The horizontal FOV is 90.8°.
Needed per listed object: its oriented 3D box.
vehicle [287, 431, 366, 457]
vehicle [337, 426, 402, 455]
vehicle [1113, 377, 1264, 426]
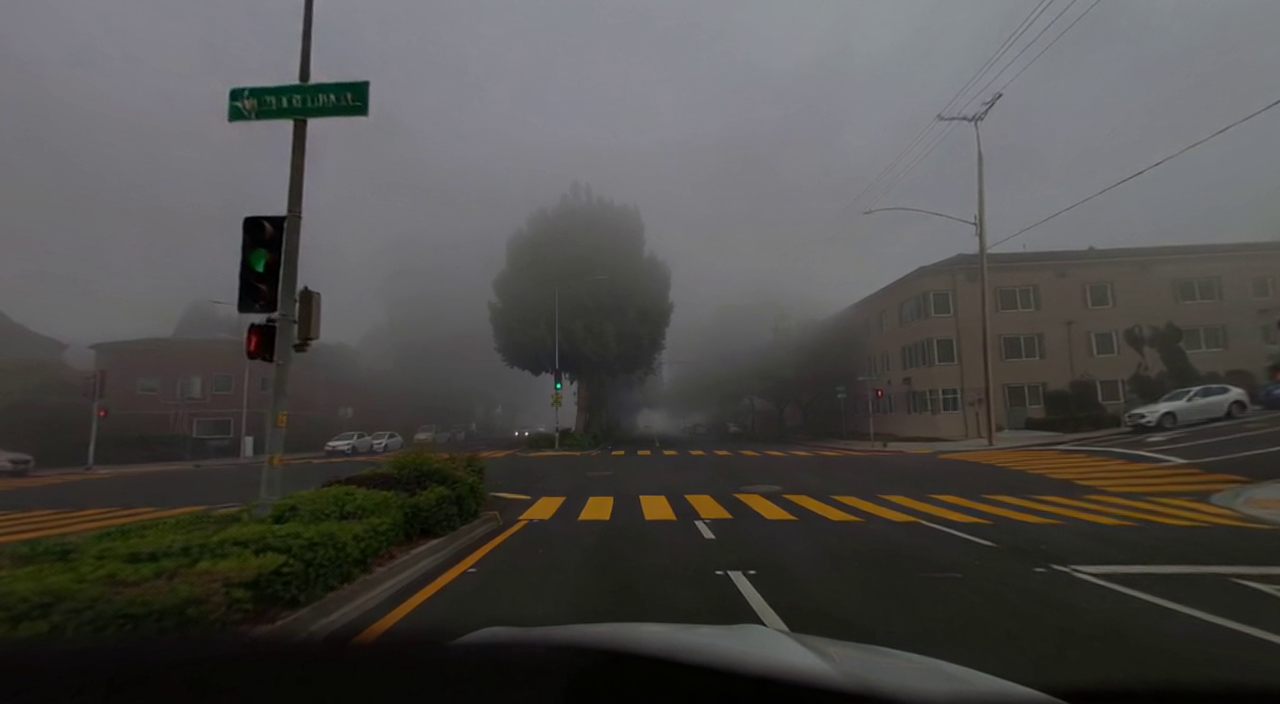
[{"bbox_3d":[-18.165,5.388,36.900,1.939,1.430,5.533,0,-9,-2],"label":"vehicle"},{"bbox_3d":[-18.383,6.075,43.241,2.225,1.871,5.189,0,-9,0],"label":"vehicle"},{"bbox_3d":[22.280,1.990,25.774,4.531,1.753,1.964,-2,-2,-5],"label":"vehicle"}]
